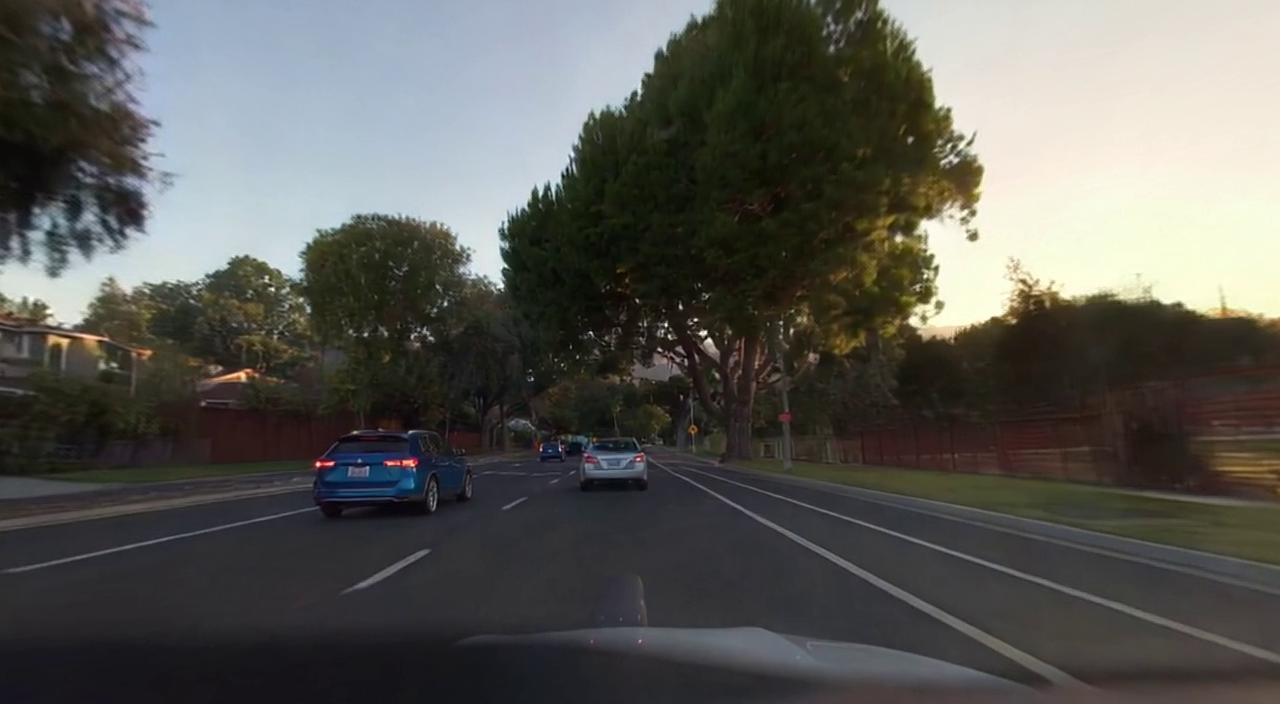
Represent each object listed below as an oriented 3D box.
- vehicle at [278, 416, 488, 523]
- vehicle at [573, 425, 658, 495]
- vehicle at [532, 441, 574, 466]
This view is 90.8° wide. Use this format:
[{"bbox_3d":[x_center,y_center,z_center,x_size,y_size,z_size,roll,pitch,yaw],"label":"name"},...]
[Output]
[{"bbox_3d":[-4.724,2.250,12.608,2.243,1.722,4.621,0,-8,0],"label":"vehicle"},{"bbox_3d":[-0.643,3.047,18.133,2.131,1.761,4.242,0,-8,-1],"label":"vehicle"},{"bbox_3d":[-5.424,6.406,40.022,2.014,1.493,4.658,0,-8,0],"label":"vehicle"}]
